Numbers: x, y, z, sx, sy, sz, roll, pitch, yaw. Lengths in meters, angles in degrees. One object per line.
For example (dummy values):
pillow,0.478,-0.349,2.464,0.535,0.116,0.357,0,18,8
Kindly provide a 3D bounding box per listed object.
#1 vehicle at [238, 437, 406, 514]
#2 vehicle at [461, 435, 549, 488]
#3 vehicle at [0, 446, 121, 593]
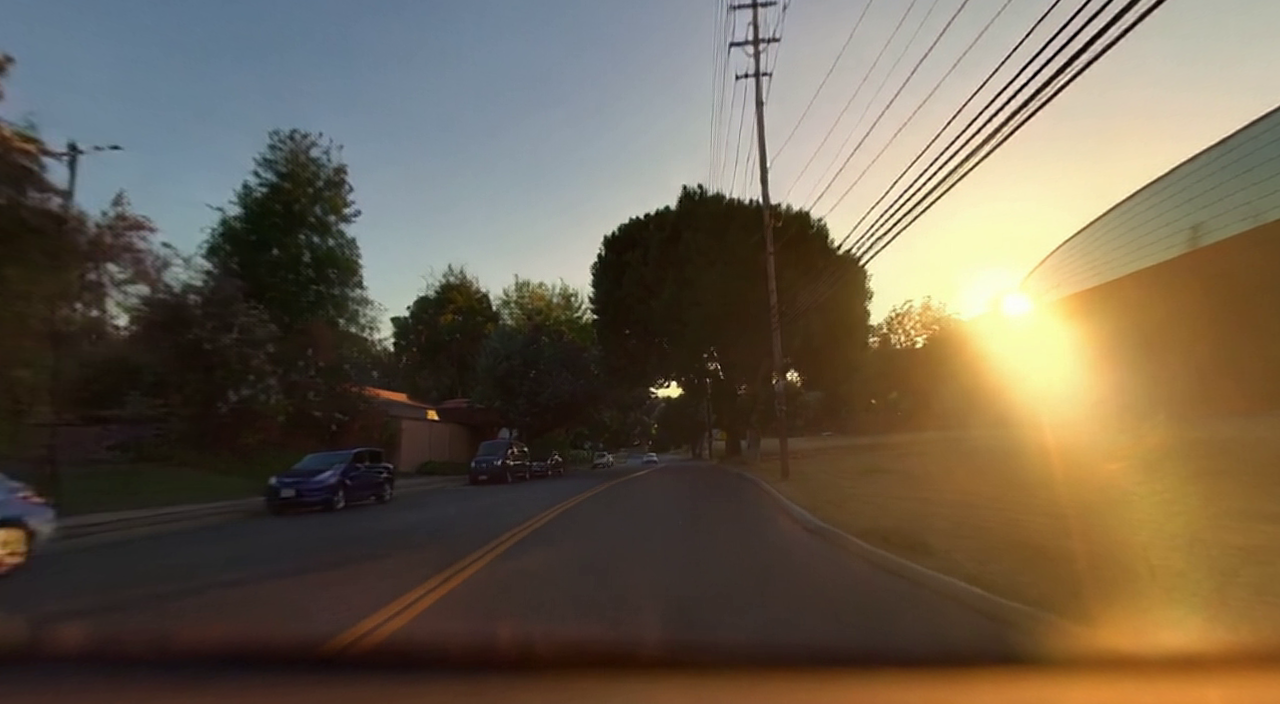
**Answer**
vehicle,-7.419,3.006,15.290,1.927,1.542,3.886,-2,-12,2
vehicle,-6.003,4.951,28.809,2.295,1.989,5.055,-6,-10,6
vehicle,-7.657,1.560,5.855,1.840,1.523,4.333,2,-11,2
